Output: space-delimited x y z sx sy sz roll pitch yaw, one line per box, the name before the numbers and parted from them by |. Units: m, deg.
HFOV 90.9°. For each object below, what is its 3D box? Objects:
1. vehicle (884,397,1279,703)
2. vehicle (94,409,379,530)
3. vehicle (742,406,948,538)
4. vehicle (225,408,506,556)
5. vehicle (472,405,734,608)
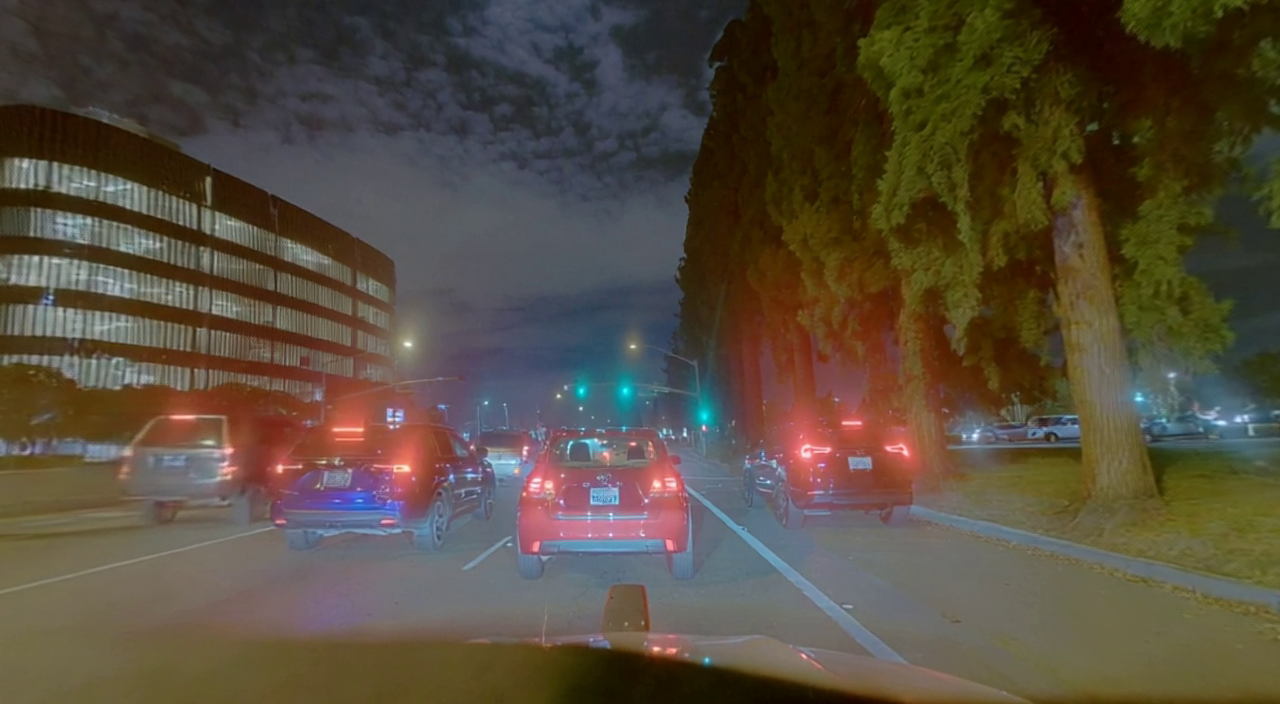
vehicle | 3.243 1.069 3.367 2.045 1.459 4.462 0 -8 -1
vehicle | -7.137 2.146 12.082 2.066 1.814 5.097 0 -8 0
vehicle | 3.344 2.083 11.526 2.117 1.879 4.715 0 -8 -1
vehicle | -3.757 1.887 9.883 2.141 1.718 4.809 0 -8 1
vehicle | -0.348 1.586 7.416 2.114 1.631 4.459 0 -8 -1
